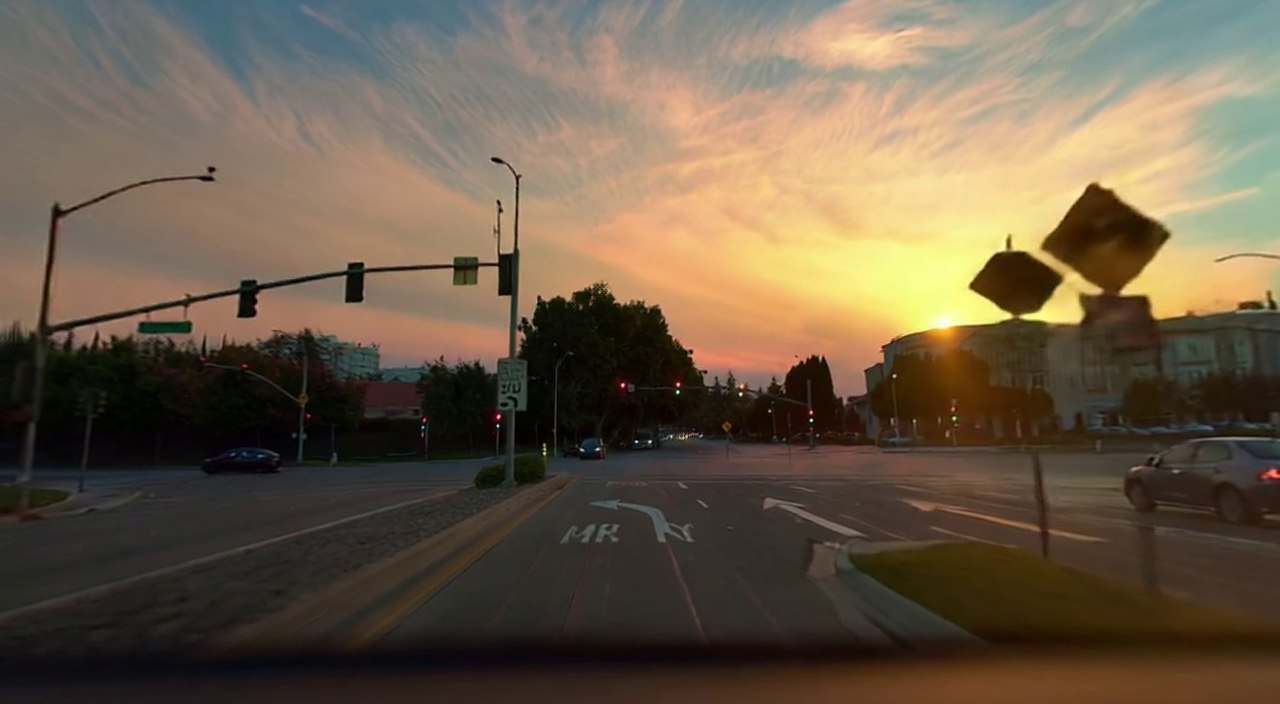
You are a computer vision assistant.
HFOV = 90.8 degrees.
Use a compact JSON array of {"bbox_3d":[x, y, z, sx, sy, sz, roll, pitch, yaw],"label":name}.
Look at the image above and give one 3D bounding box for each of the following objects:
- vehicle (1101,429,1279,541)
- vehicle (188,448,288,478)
[{"bbox_3d":[9.593,1.934,9.475,1.933,1.500,4.458,0,-8,-1],"label":"vehicle"},{"bbox_3d":[-24.728,6.839,39.003,4.706,1.734,2.253,-1,-8,6],"label":"vehicle"}]
